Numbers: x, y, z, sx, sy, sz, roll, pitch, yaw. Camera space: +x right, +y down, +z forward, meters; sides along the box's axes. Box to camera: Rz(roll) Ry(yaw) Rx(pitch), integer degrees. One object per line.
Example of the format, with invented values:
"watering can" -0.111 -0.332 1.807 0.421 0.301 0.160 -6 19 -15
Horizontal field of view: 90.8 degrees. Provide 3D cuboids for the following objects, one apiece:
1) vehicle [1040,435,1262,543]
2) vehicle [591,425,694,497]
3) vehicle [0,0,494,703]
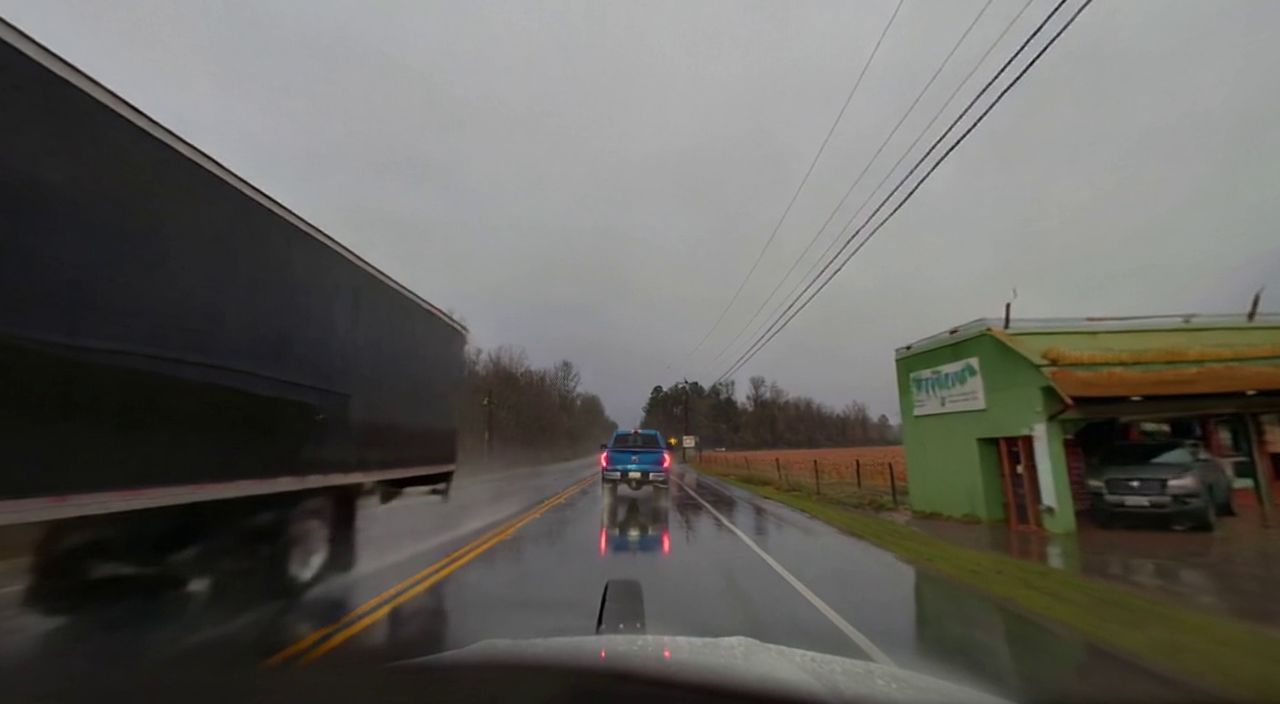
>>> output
"vehicle" 10.671 2.642 13.044 5.304 1.754 2.340 7 -11 -38
"vehicle" 0.035 3.686 21.848 2.921 2.031 7.416 0 -8 -1
"vehicle" -4.734 0.258 6.021 2.882 4.189 15.975 0 -8 0
